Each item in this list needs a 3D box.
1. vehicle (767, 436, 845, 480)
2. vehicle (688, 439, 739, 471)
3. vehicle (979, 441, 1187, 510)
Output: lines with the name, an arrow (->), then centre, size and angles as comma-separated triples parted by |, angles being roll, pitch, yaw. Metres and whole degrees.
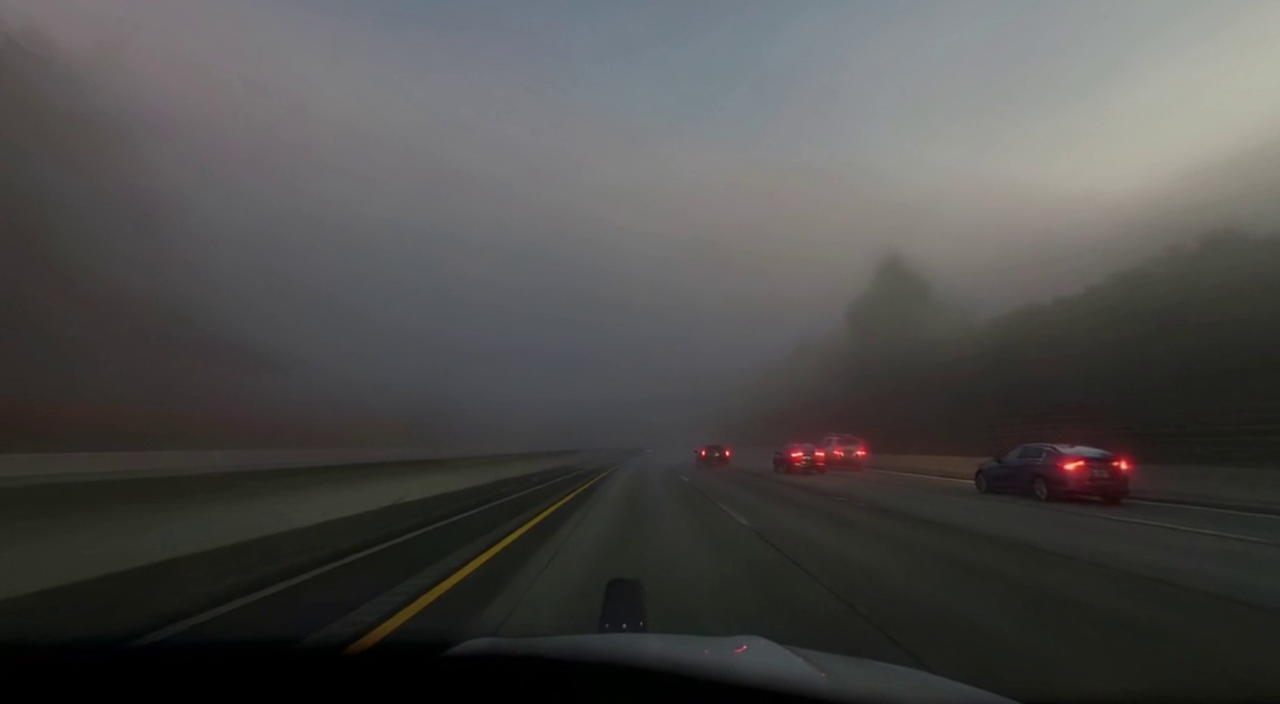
vehicle -> 7.229, 4.663, 27.986 | 2.178, 1.749, 4.570 | 0, -8, 0
vehicle -> 4.015, 5.717, 35.099 | 2.326, 1.644, 4.206 | 0, -8, 0
vehicle -> 10.801, 3.015, 15.925 | 1.970, 1.479, 4.480 | 0, -8, 0
